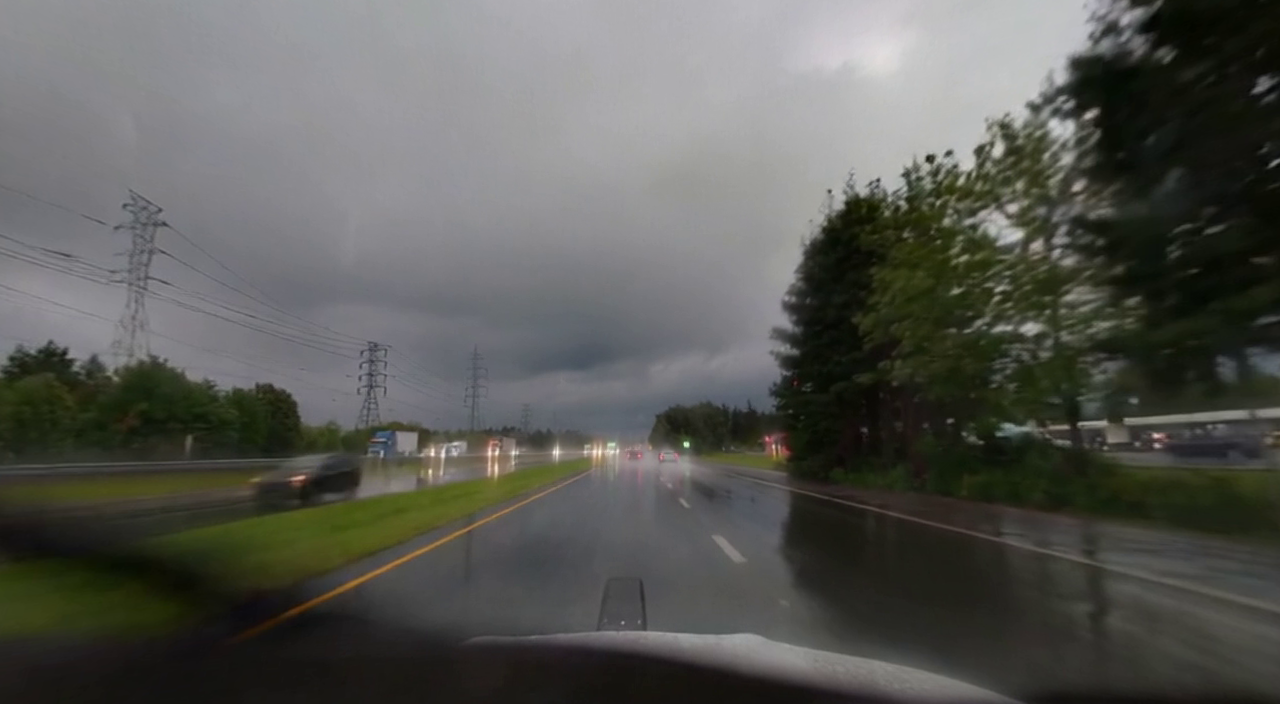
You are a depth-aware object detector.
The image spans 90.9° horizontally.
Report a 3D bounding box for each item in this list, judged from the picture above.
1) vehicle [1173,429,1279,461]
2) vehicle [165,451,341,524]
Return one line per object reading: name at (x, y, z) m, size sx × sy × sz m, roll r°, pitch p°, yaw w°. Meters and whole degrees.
vehicle at (29.671, 4.639, 31.356) m, size 4.541 × 1.499 × 1.838 m, roll -8°, pitch -12°, yaw 43°
vehicle at (-8.829, 3.075, 14.813) m, size 1.736 × 1.443 × 3.756 m, roll 0°, pitch -9°, yaw 0°
